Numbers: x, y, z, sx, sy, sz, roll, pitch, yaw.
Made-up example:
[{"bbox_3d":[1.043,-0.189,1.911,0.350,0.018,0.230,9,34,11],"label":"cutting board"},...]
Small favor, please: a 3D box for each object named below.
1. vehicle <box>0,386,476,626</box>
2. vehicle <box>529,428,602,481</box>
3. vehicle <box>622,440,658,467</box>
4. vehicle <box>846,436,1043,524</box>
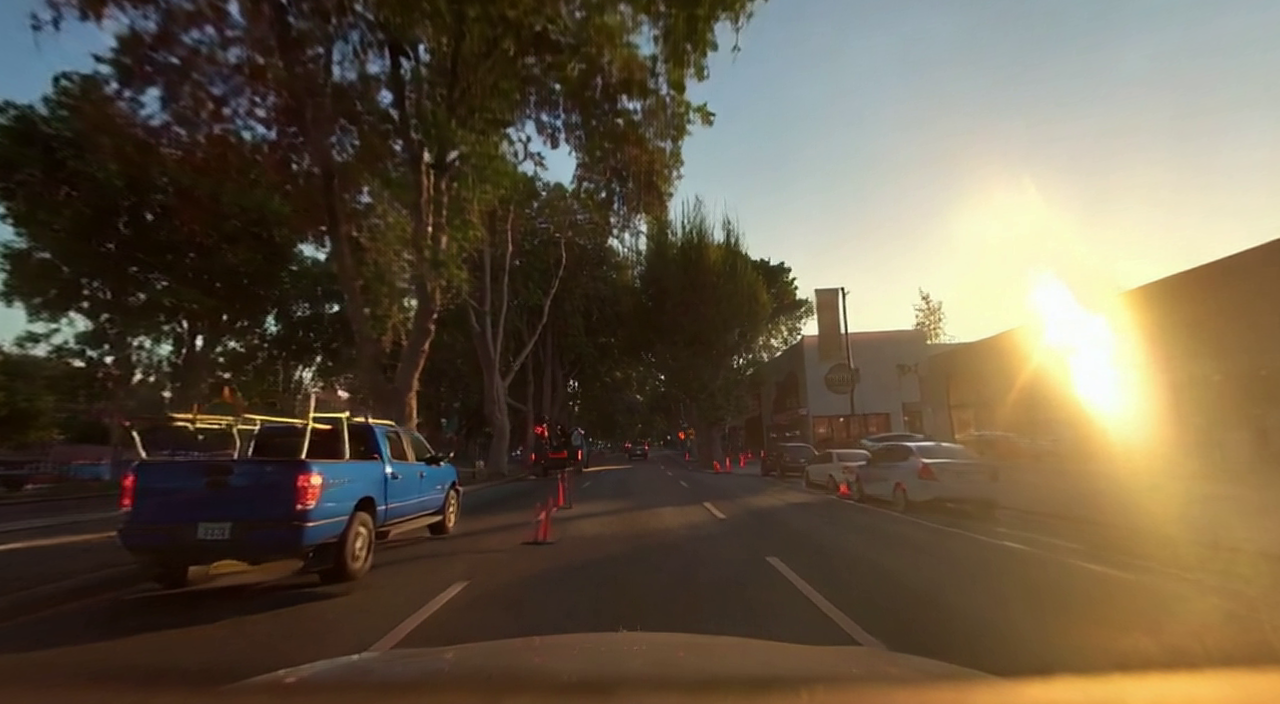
[{"bbox_3d":[-3.590,1.474,7.002,2.327,1.775,4.430,0,-8,0],"label":"vehicle"},{"bbox_3d":[-3.124,4.475,27.813,2.424,2.063,5.678,0,-8,1],"label":"vehicle"},{"bbox_3d":[-0.074,7.107,44.304,2.413,1.748,4.406,0,-8,-2],"label":"vehicle"},{"bbox_3d":[6.055,2.567,13.339,2.045,1.505,4.615,-1,-8,3],"label":"vehicle"}]
